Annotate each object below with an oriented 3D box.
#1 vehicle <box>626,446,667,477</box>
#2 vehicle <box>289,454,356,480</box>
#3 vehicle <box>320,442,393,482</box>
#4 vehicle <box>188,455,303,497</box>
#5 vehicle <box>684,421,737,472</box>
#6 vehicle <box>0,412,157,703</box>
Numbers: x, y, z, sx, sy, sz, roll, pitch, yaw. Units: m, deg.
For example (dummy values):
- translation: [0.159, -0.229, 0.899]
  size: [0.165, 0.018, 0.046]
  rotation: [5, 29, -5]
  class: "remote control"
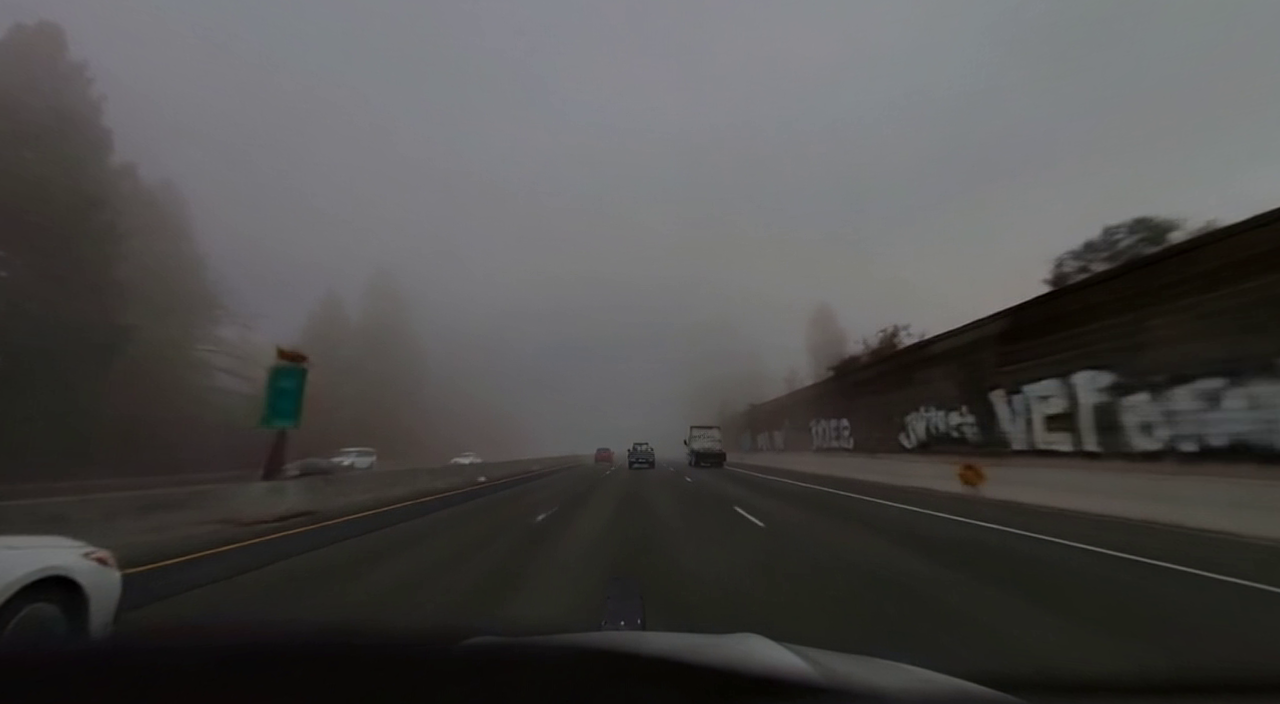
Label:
- translation: [0.305, 5.759, 33.388]
  size: [2.009, 1.506, 4.091]
  rotation: [0, -9, -1]
  class: "vehicle"
- translation: [-20.283, 7.361, 40.524]
  size: [1.985, 1.499, 4.382]
  rotation: [0, -9, 0]
  class: "vehicle"
- translation: [-20.346, 7.893, 45.559]
  size: [2.541, 2.627, 5.696]
  rotation: [-1, -9, 1]
  class: "vehicle"
- translation: [-16.282, 5.119, 26.353]
  size: [1.881, 1.530, 4.428]
  rotation: [-1, -9, 1]
  class: "vehicle"
- translation: [4.384, 6.072, 40.359]
  size: [2.549, 2.931, 6.310]
  rotation: [0, -9, -1]
  class: "vehicle"
- translation: [-3.818, 0.778, 1.378]
  size: [2.023, 1.444, 4.379]
  rotation: [0, -9, 0]
  class: "vehicle"
